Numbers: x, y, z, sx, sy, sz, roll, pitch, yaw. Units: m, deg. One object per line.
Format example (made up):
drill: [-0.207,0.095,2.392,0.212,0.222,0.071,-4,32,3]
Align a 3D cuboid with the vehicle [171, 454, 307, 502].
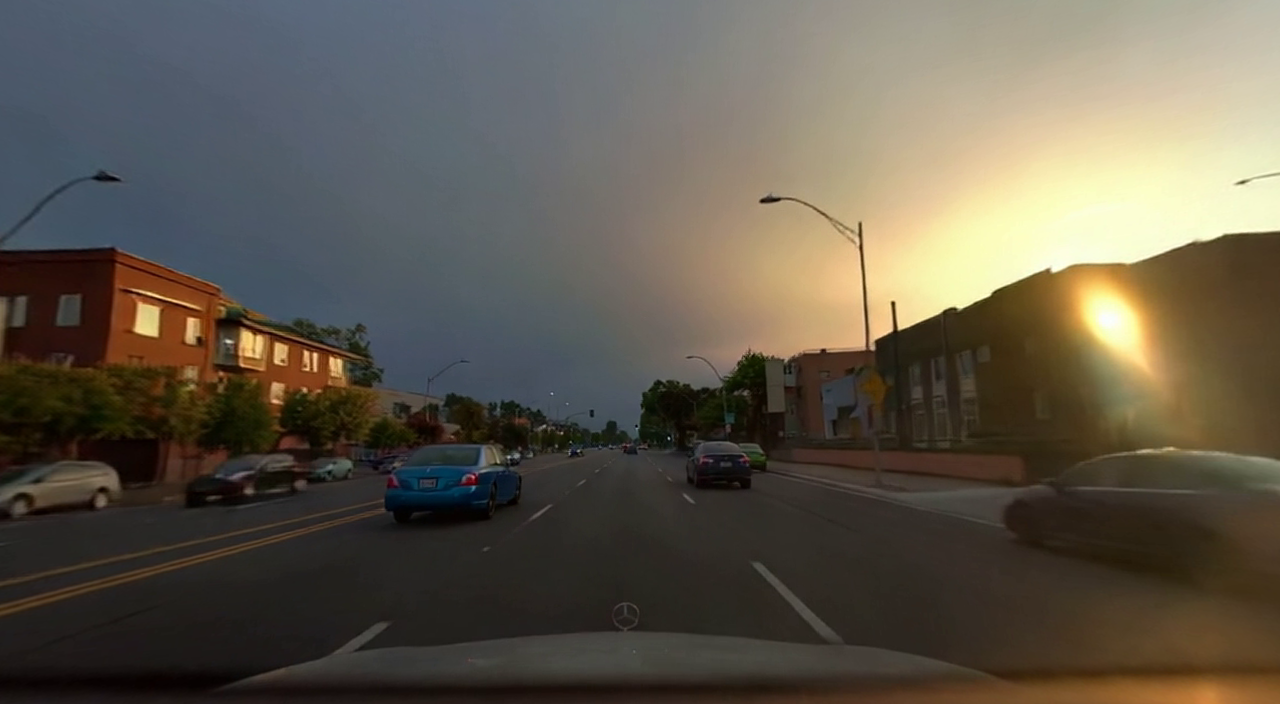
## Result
vehicle: [-14.459,4.519,23.187,1.931,1.501,4.722,0,-9,0]

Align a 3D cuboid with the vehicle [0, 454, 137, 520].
vehicle: [-18.178,4.048,19.330,1.953,1.748,4.440,-2,-9,-1]

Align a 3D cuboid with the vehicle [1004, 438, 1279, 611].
vehicle: [6.266,1.648,6.643,1.881,1.439,4.725,0,-9,-3]

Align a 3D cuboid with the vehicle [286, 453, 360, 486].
vehicle: [-18.335,6.776,36.824,2.003,1.699,4.524,-2,-9,0]

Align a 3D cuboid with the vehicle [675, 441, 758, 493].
vehicle: [2.295,3.609,20.214,1.978,1.471,4.426,0,-9,-2]

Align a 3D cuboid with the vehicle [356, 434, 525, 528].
vehicle: [-3.700,2.461,12.614,2.062,1.527,4.044,0,-9,0]
